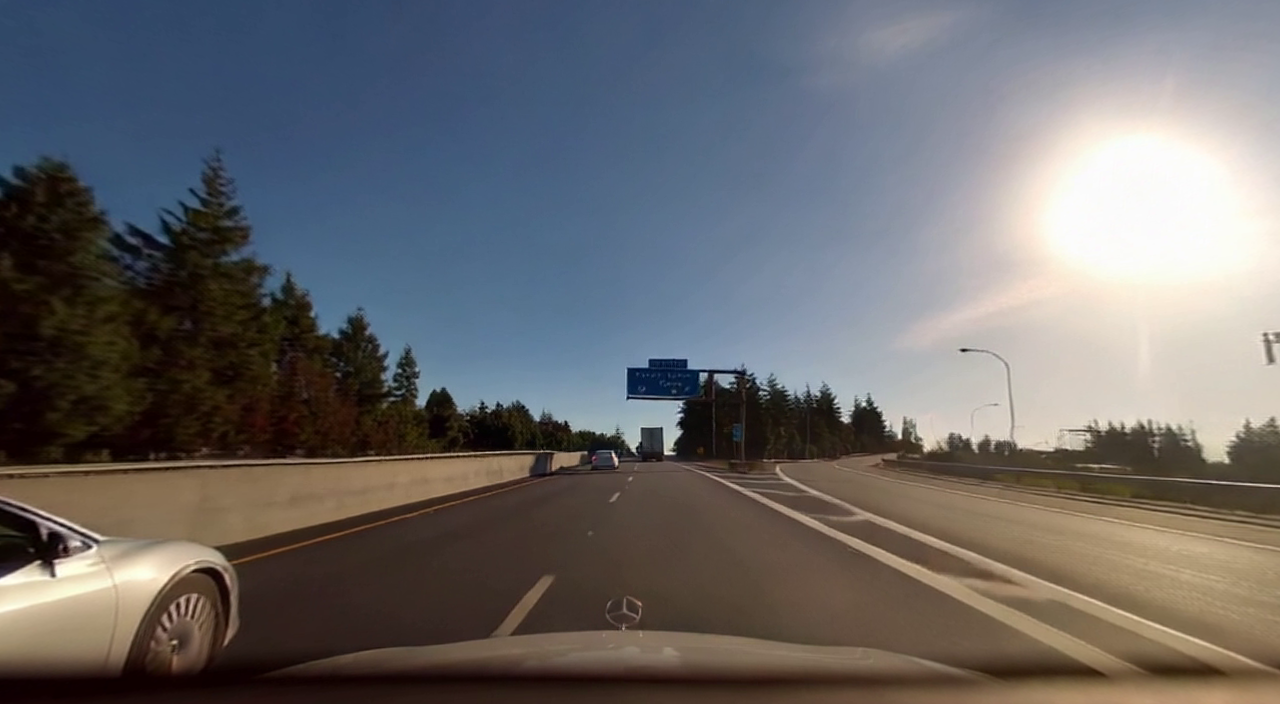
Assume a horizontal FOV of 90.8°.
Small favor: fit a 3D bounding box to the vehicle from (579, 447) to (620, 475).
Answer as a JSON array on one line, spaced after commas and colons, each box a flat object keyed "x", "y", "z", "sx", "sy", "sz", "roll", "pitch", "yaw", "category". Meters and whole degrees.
[{"x": -2.412, "y": 6.657, "z": 38.744, "sx": 2.184, "sy": 1.574, "sz": 5.004, "roll": 0, "pitch": -9, "yaw": 0, "category": "vehicle"}]
